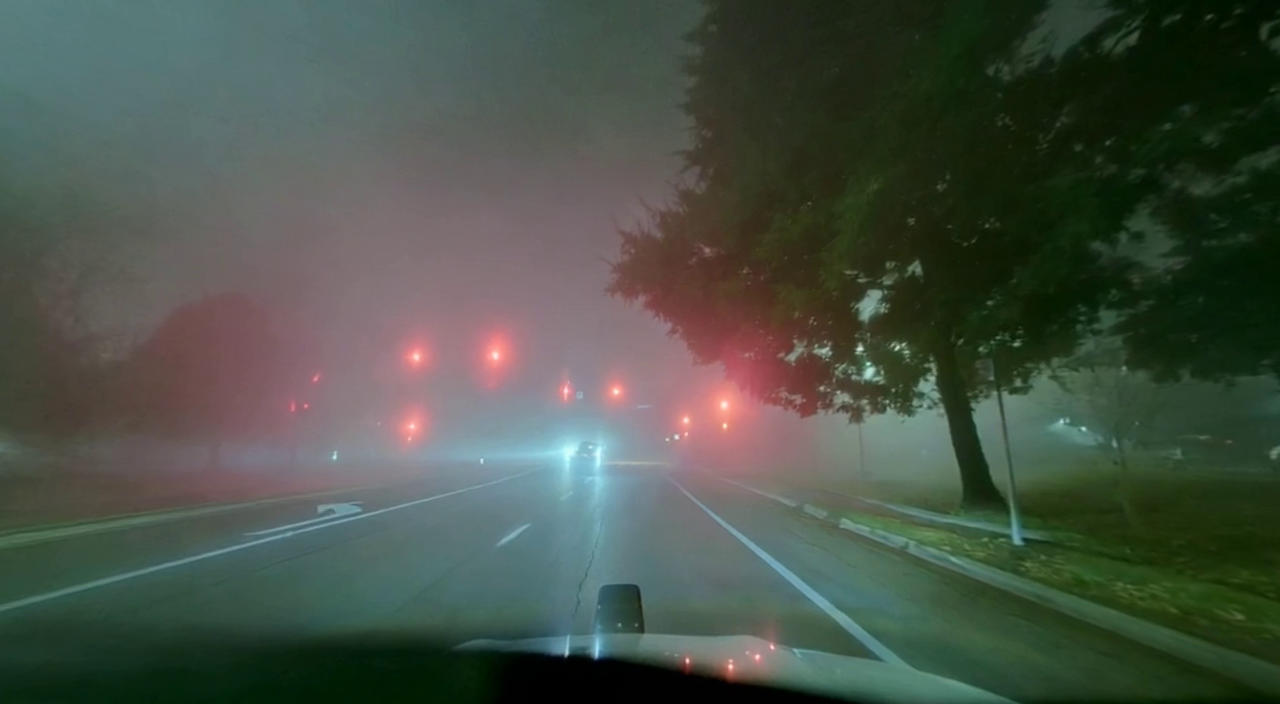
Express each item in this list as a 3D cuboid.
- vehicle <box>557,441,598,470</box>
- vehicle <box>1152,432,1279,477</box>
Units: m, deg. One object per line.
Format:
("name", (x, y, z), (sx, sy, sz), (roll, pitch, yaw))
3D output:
("vehicle", (-3.695, 6.200, 38.074), (2.076, 1.599, 4.483), (0, -9, -1))
("vehicle", (26.661, 4.653, 28.694), (4.641, 1.714, 2.065), (-7, -10, 18))
